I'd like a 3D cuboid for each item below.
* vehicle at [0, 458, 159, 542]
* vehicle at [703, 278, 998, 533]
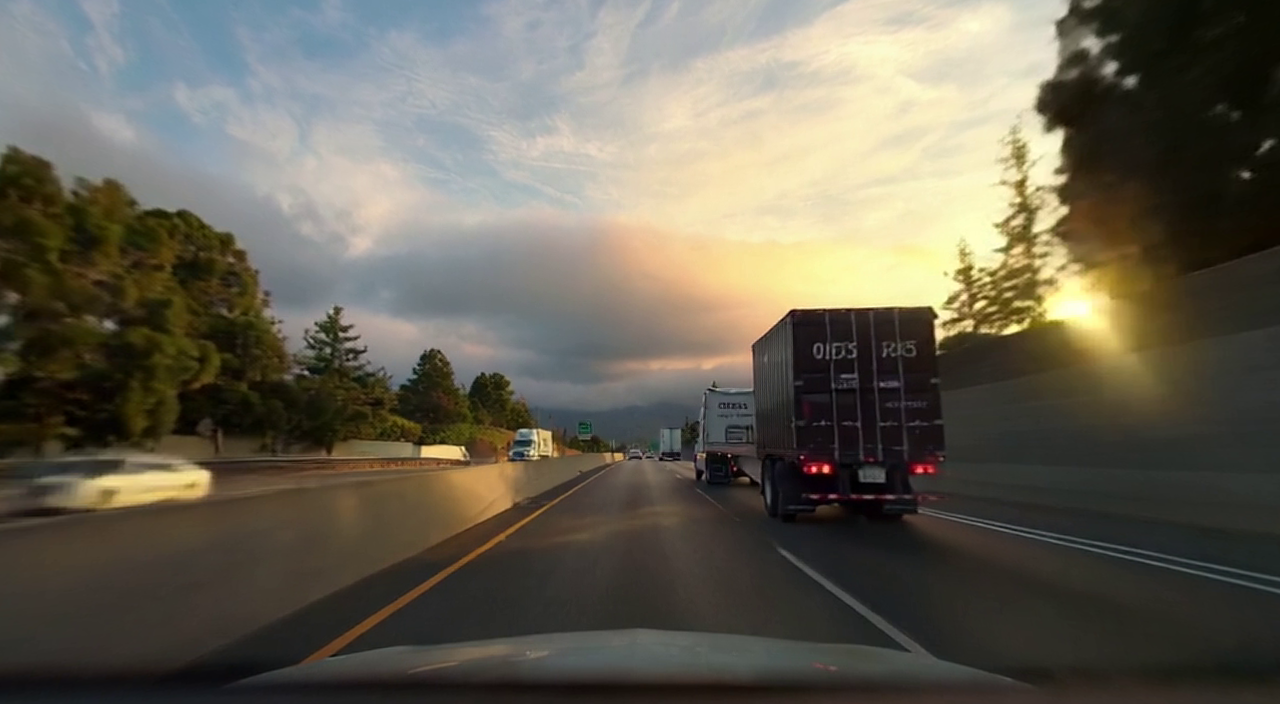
[{"bbox_3d":[-12.571,2.972,13.056,1.831,1.460,4.183,0,-9,-1],"label":"vehicle"},{"bbox_3d":[3.990,1.890,16.998,2.926,4.060,14.068,0,-9,-1],"label":"vehicle"}]
